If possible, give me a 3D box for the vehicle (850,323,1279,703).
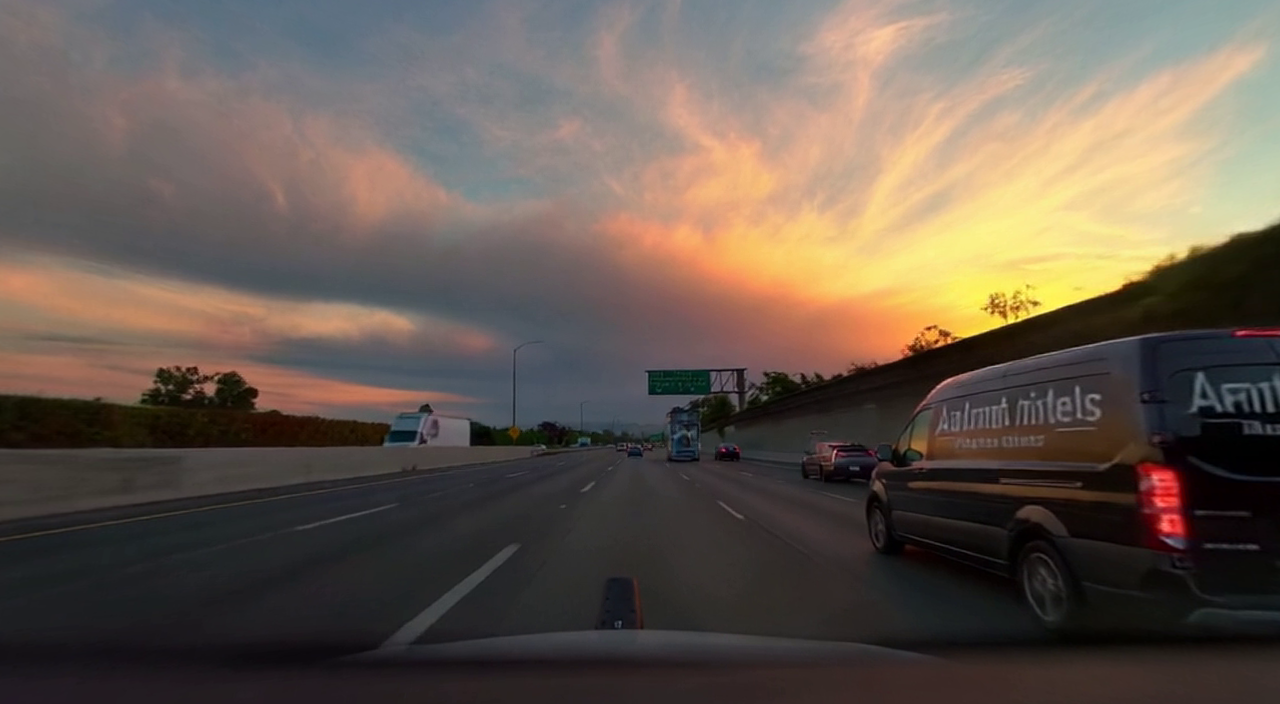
[{"bbox_3d":[3.647,1.172,5.299,2.035,1.931,4.841,0,-8,-1],"label":"vehicle"}]
